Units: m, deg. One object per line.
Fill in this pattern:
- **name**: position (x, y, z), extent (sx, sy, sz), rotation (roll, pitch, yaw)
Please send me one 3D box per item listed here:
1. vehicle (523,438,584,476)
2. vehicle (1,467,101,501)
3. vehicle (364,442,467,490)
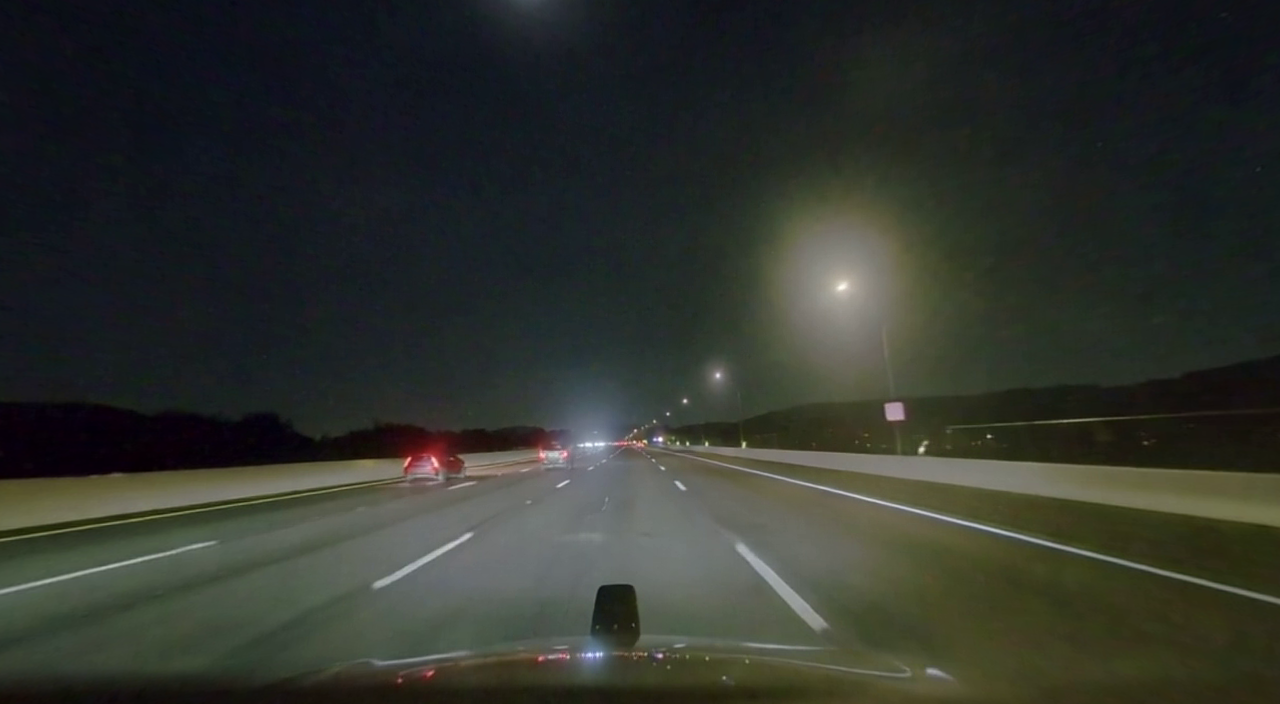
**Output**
- **vehicle**: position (-4.079, 5.017, 30.558), extent (2.200, 1.662, 5.091), rotation (-1, -8, 0)
- **vehicle**: position (-31.519, 7.041, 33.826), extent (1.715, 1.540, 3.744), rotation (0, -8, -1)
- **vehicle**: position (-7.889, 4.004, 22.647), extent (1.924, 1.519, 4.791), rotation (-1, -8, 0)
